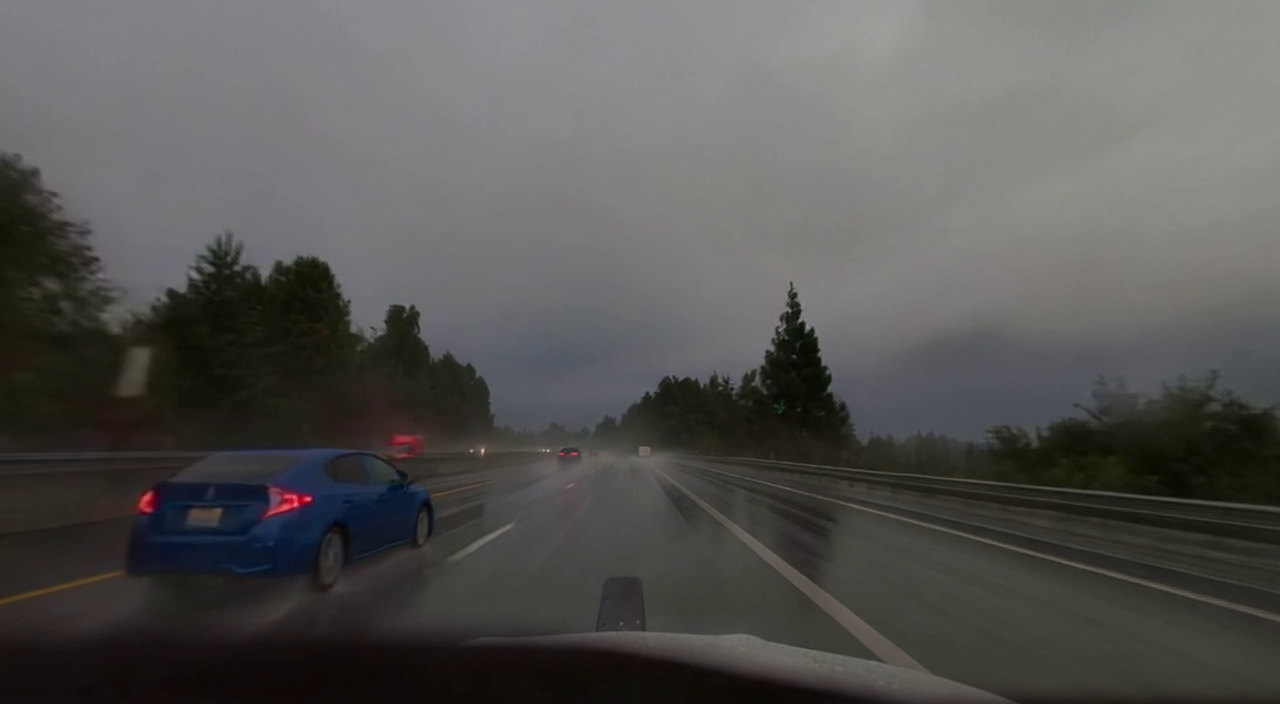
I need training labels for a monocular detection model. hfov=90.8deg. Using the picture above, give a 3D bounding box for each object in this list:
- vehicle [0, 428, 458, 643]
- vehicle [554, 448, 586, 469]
[{"bbox_3d":[-3.738,1.673,7.004,1.957,1.499,4.965,0,-9,0],"label":"vehicle"},{"bbox_3d":[-5.168,7.902,47.026,2.049,1.521,4.366,0,-9,-2],"label":"vehicle"}]
